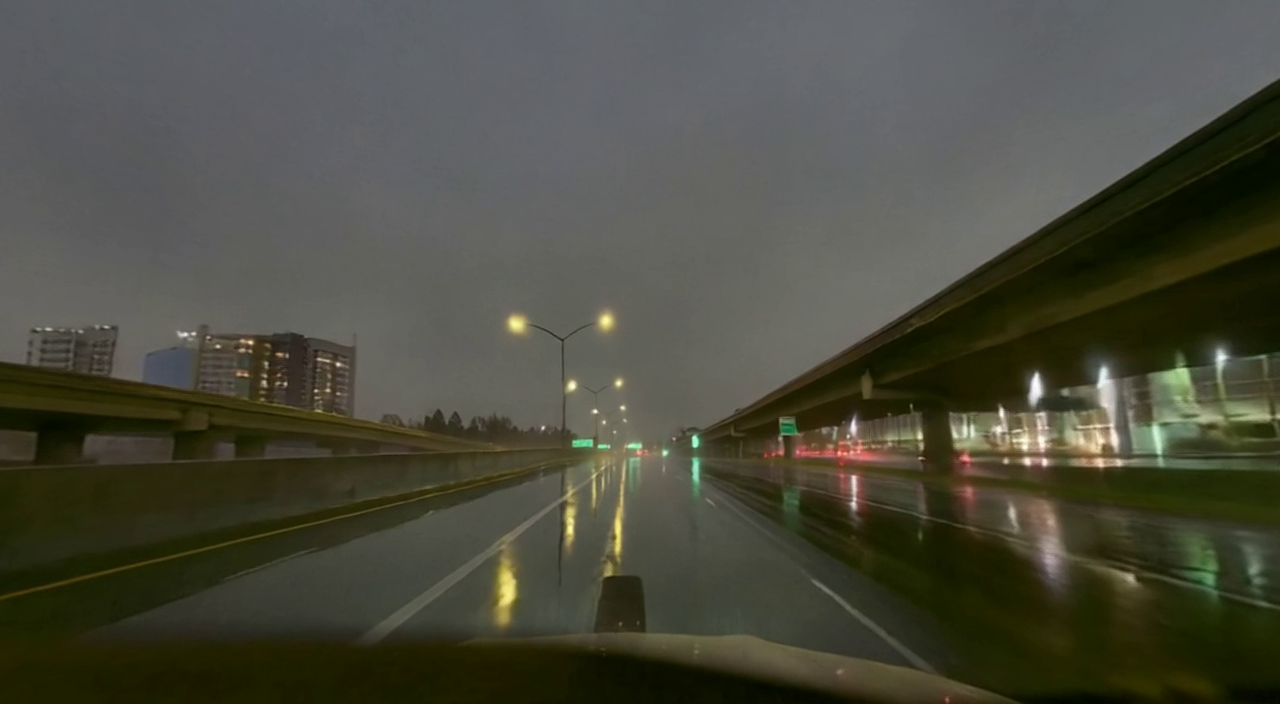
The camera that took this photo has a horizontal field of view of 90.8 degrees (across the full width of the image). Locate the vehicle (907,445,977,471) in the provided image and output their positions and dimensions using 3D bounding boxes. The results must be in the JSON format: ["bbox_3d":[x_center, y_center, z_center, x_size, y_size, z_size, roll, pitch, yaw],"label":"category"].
[{"bbox_3d":[18.569,6.525,39.134,2.059,1.457,4.537,0,-8,0],"label":"vehicle"}]
